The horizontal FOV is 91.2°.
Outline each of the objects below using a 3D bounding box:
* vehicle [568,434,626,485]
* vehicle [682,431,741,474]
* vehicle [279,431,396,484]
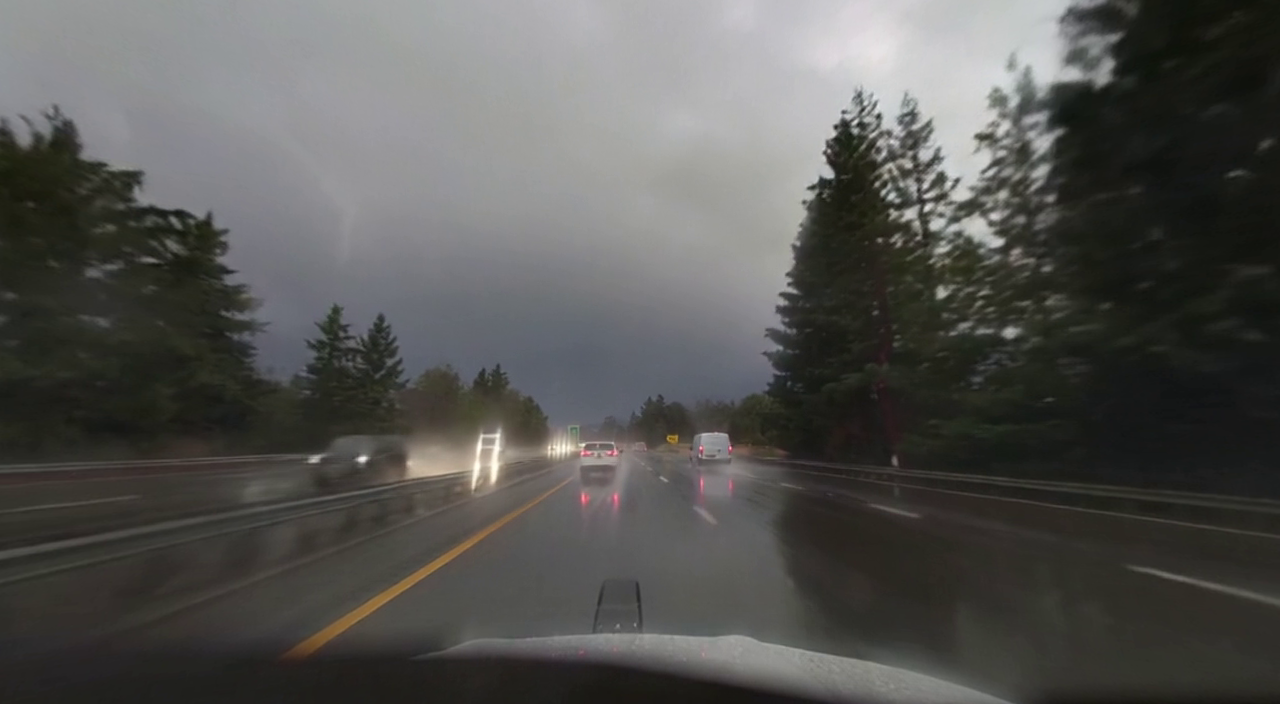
[{"bbox_3d":[-1.507,4.011,23.584,1.963,1.711,4.284,0,-9,-1],"label":"vehicle"},{"bbox_3d":[3.394,4.921,30.764,2.179,1.930,4.538,0,-9,-2],"label":"vehicle"},{"bbox_3d":[-10.050,3.552,21.264,1.913,1.603,4.233,0,-9,-1],"label":"vehicle"}]
